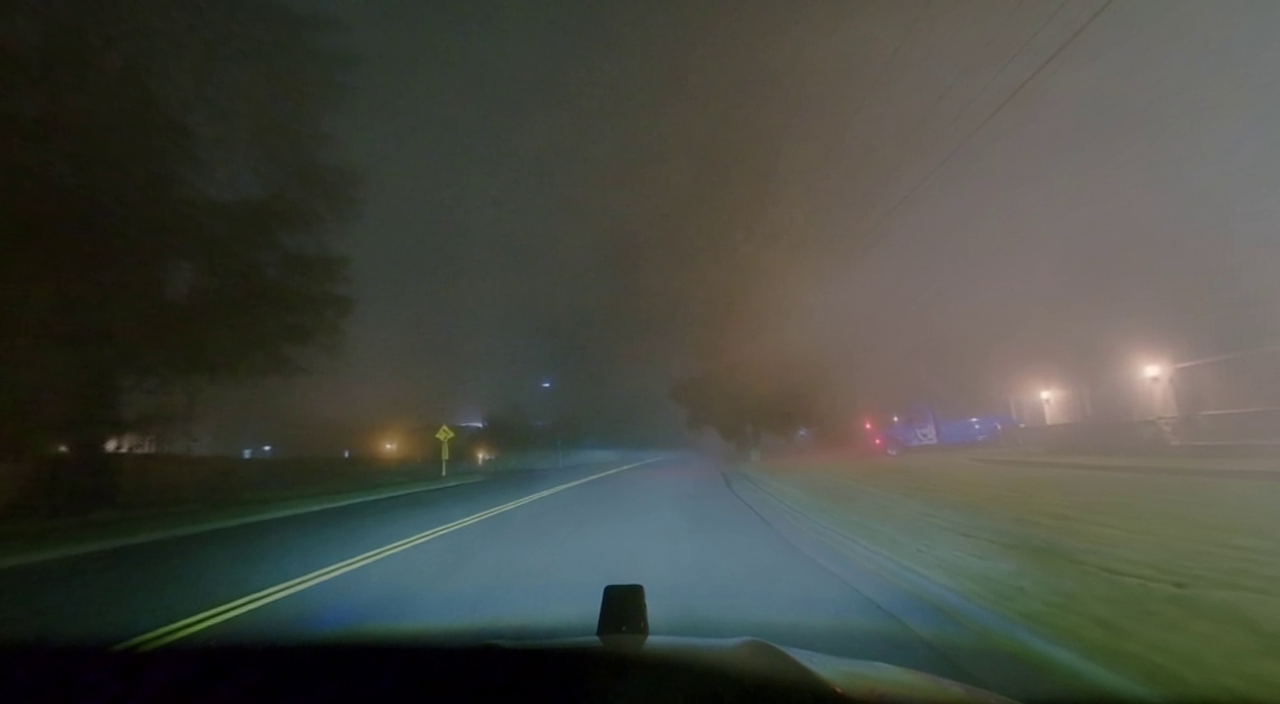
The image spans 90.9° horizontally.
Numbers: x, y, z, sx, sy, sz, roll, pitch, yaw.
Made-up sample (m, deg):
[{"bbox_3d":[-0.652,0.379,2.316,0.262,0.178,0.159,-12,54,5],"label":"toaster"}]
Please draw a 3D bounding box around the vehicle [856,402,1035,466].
[{"bbox_3d":[11.673,3.238,24.533,5.704,1.788,2.095,-7,-11,9],"label":"vehicle"}]

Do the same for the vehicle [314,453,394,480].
[{"bbox_3d":[-18.233,7.316,40.255,4.270,1.481,1.972,-4,-9,10],"label":"vehicle"}]

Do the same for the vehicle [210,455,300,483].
[{"bbox_3d":[-25.025,7.608,41.043,4.751,1.489,2.052,-5,-9,8],"label":"vehicle"}]
